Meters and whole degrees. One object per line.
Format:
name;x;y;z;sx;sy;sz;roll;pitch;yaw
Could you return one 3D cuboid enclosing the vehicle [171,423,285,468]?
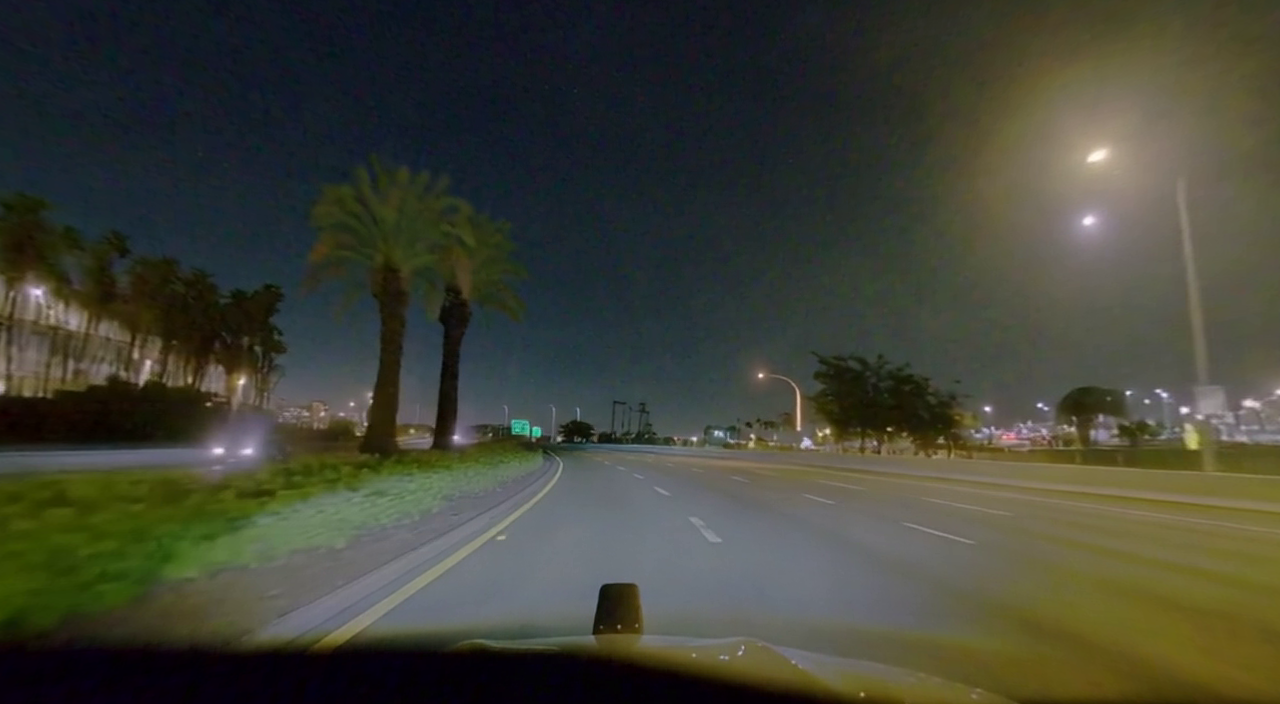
vehicle;-16.934;3.898;26.295;2.025;1.716;4.552;1;-9;-7
